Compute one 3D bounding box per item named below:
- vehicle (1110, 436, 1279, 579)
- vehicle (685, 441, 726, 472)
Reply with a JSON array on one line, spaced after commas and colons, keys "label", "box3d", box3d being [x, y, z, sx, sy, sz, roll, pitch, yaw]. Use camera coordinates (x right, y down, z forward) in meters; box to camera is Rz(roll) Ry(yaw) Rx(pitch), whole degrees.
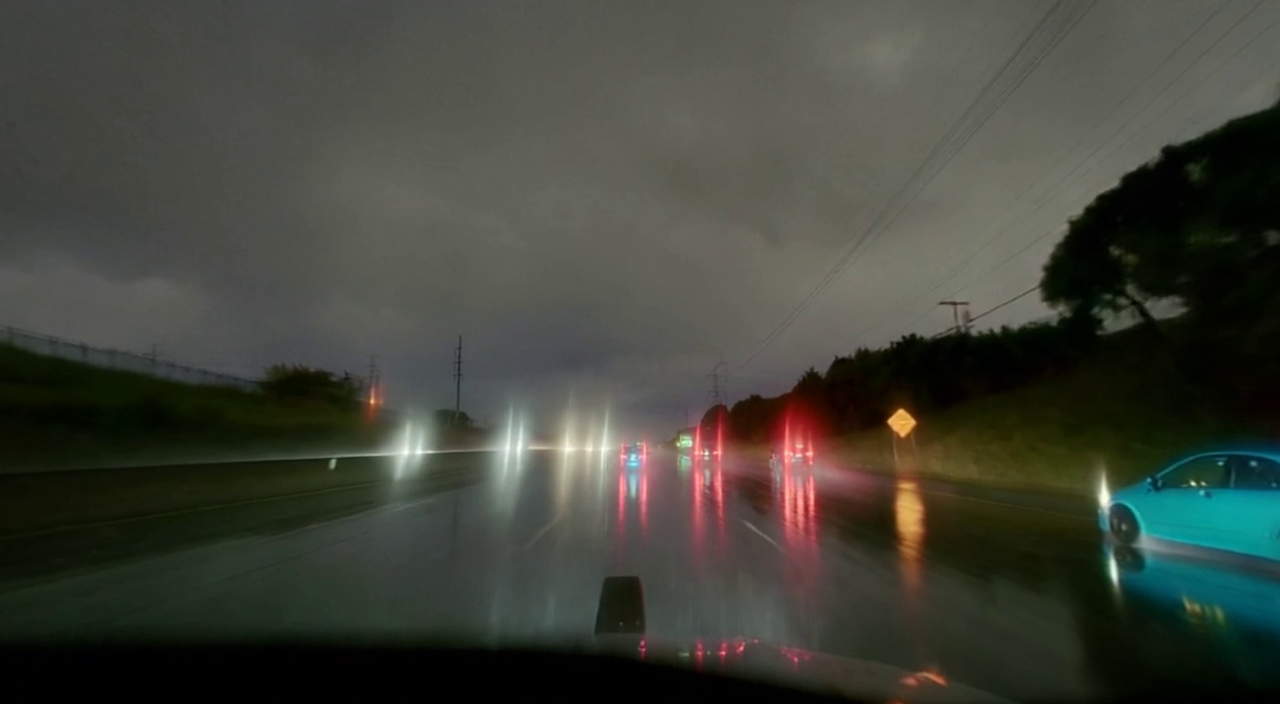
[{"label": "vehicle", "box3d": [7.998, 1.715, 6.899, 1.970, 1.545, 4.818, 1, -8, 0]}, {"label": "vehicle", "box3d": [3.990, 6.453, 39.042, 2.159, 1.782, 4.673, 0, -9, 2]}]
